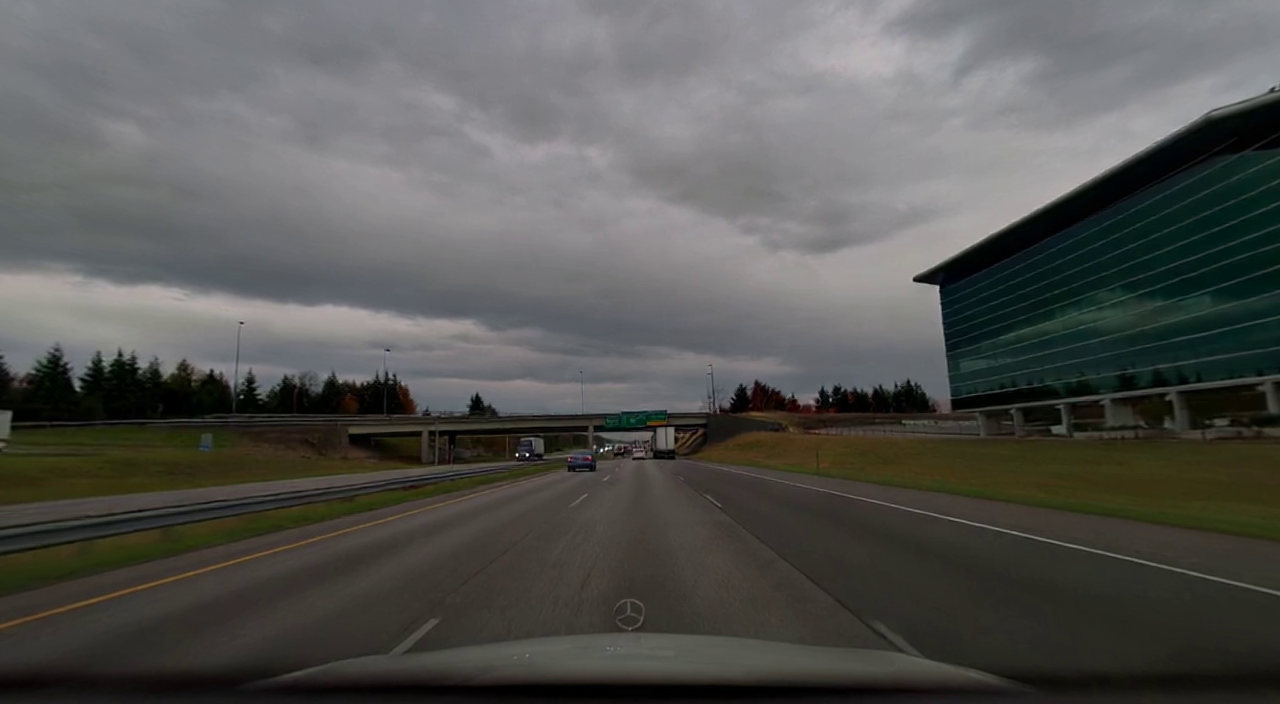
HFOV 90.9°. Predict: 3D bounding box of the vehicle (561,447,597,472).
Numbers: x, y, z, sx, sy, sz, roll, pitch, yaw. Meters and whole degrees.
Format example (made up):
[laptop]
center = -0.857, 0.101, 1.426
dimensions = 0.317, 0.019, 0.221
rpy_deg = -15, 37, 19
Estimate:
[vehicle]
center = -3.978, 7.132, 41.927
dimensions = 2.042, 1.506, 4.211
rpy_deg = 0, -9, -1
